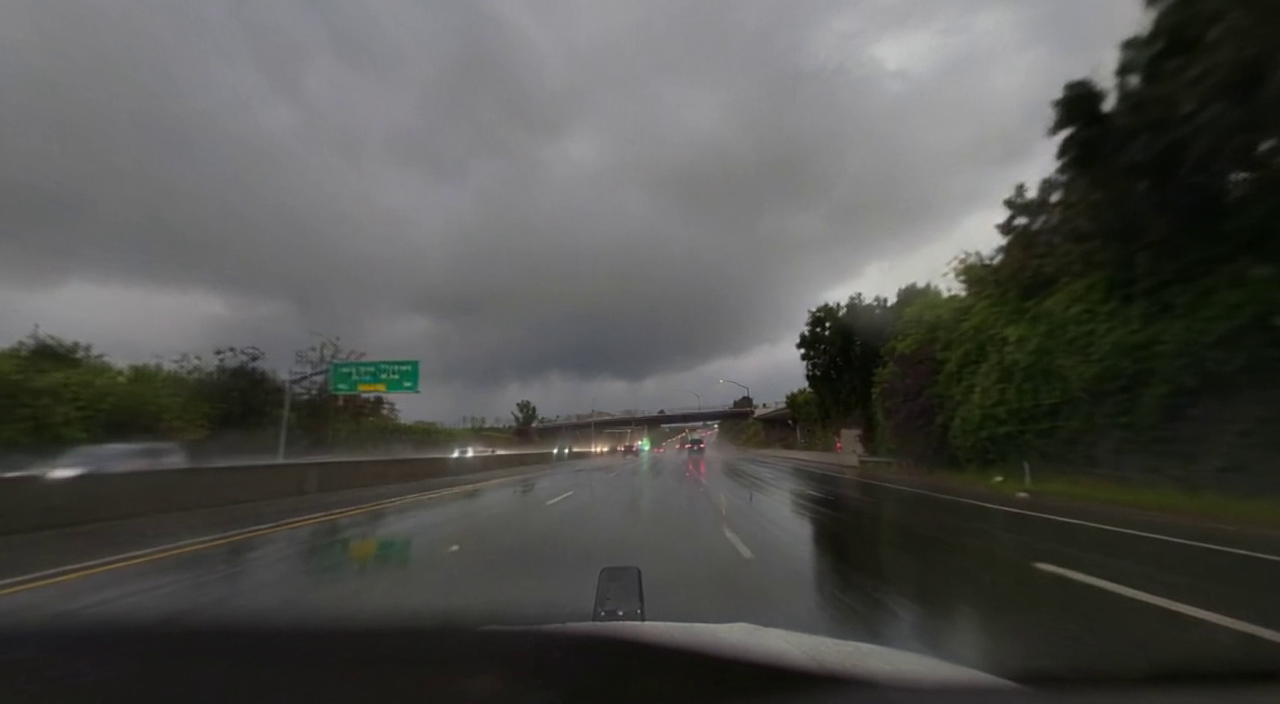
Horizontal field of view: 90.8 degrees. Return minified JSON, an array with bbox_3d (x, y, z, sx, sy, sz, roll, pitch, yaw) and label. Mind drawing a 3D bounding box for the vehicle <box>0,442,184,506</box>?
[{"bbox_3d":[-16.584,3.538,18.916,2.086,1.630,4.882,0,-9,1],"label":"vehicle"}]
